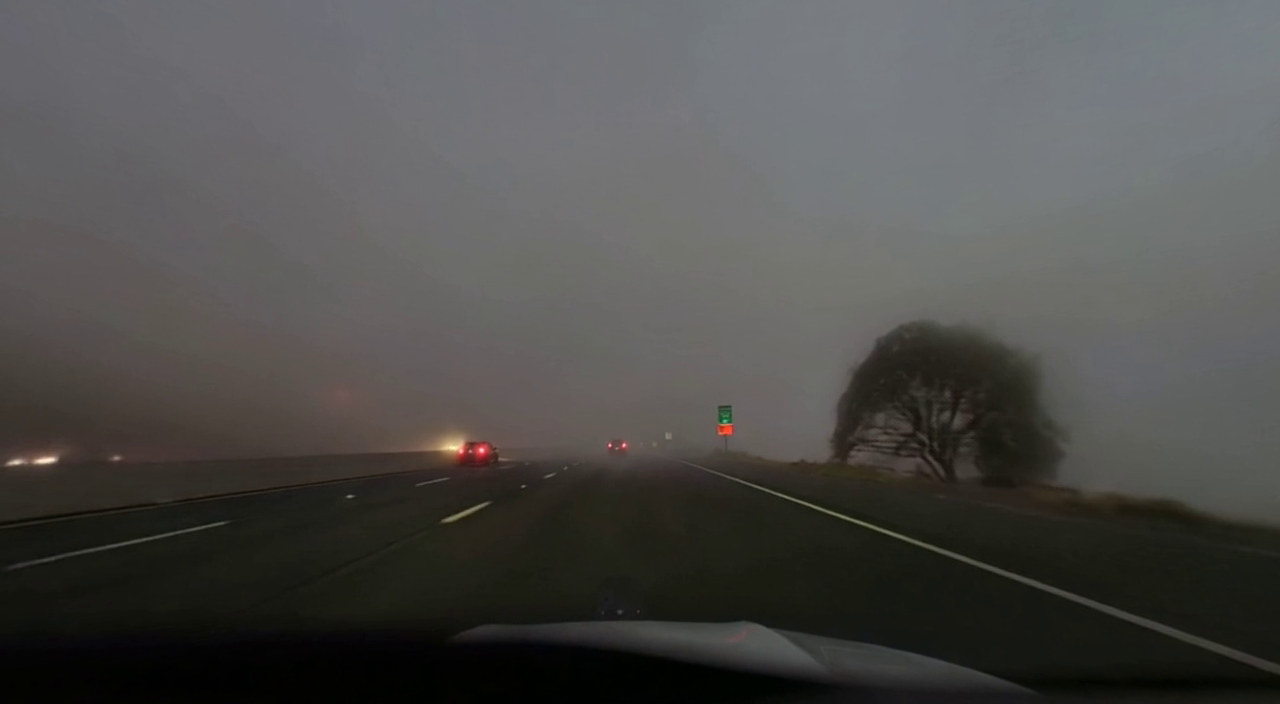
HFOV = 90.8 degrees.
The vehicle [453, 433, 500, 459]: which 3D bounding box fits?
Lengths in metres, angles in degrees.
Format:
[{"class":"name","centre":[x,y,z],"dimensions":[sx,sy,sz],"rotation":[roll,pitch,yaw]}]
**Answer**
[{"class":"vehicle","centre":[-12.479,7.219,48.466],"dimensions":[2.270,1.936,5.190],"rotation":[0,-8,-1]}]

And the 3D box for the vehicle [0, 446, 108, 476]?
[{"class":"vehicle","centre":[-30.887,5.681,33.287],"dimensions":[1.823,1.460,4.460],"rotation":[0,-8,-1]}]
